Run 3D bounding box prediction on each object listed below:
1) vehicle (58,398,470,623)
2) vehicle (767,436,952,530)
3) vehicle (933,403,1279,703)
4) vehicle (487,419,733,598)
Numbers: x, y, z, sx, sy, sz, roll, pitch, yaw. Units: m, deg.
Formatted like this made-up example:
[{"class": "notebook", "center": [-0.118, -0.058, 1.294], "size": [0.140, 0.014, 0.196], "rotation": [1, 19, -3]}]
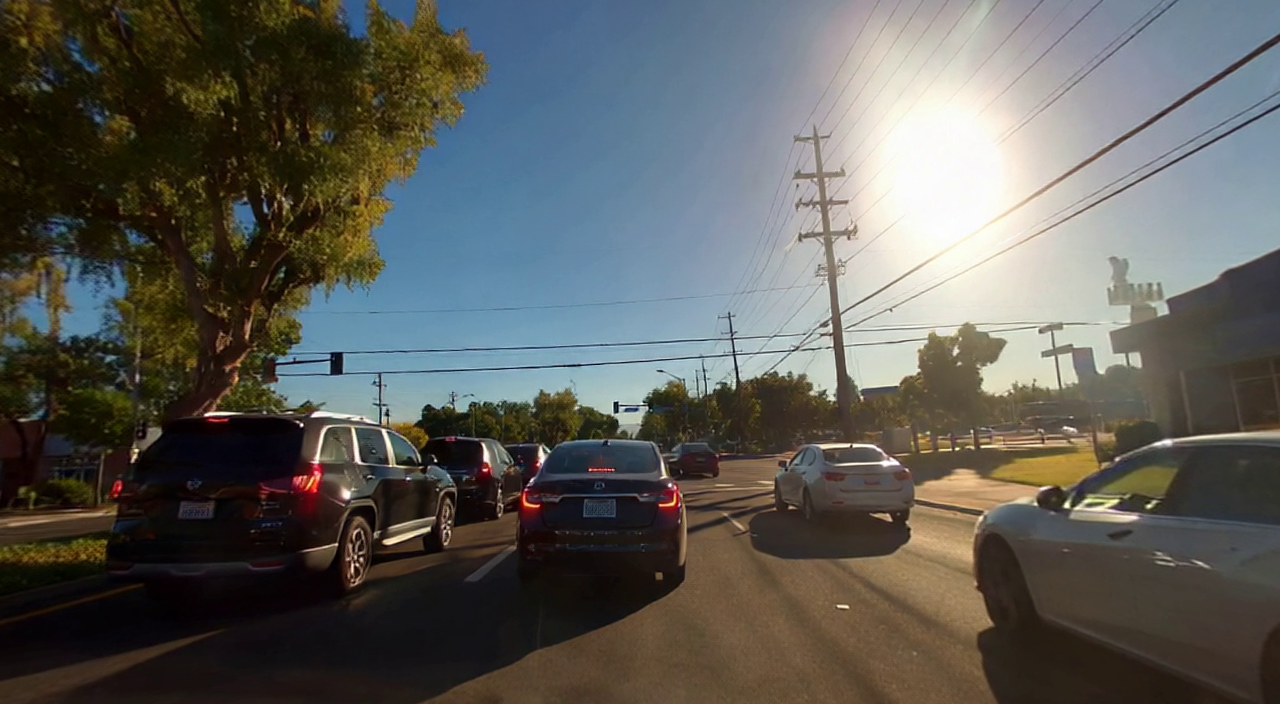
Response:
[{"class": "vehicle", "center": [-3.443, 1.524, 7.010], "size": [1.979, 1.697, 4.254], "rotation": [0, -9, -1]}, {"class": "vehicle", "center": [3.918, 2.401, 12.215], "size": [1.909, 1.473, 4.361], "rotation": [0, -9, -1]}, {"class": "vehicle", "center": [3.643, 1.077, 3.391], "size": [1.929, 1.479, 4.723], "rotation": [0, -9, 1]}, {"class": "vehicle", "center": [-0.316, 1.631, 7.402], "size": [2.097, 1.511, 3.809], "rotation": [0, -9, -2]}]
